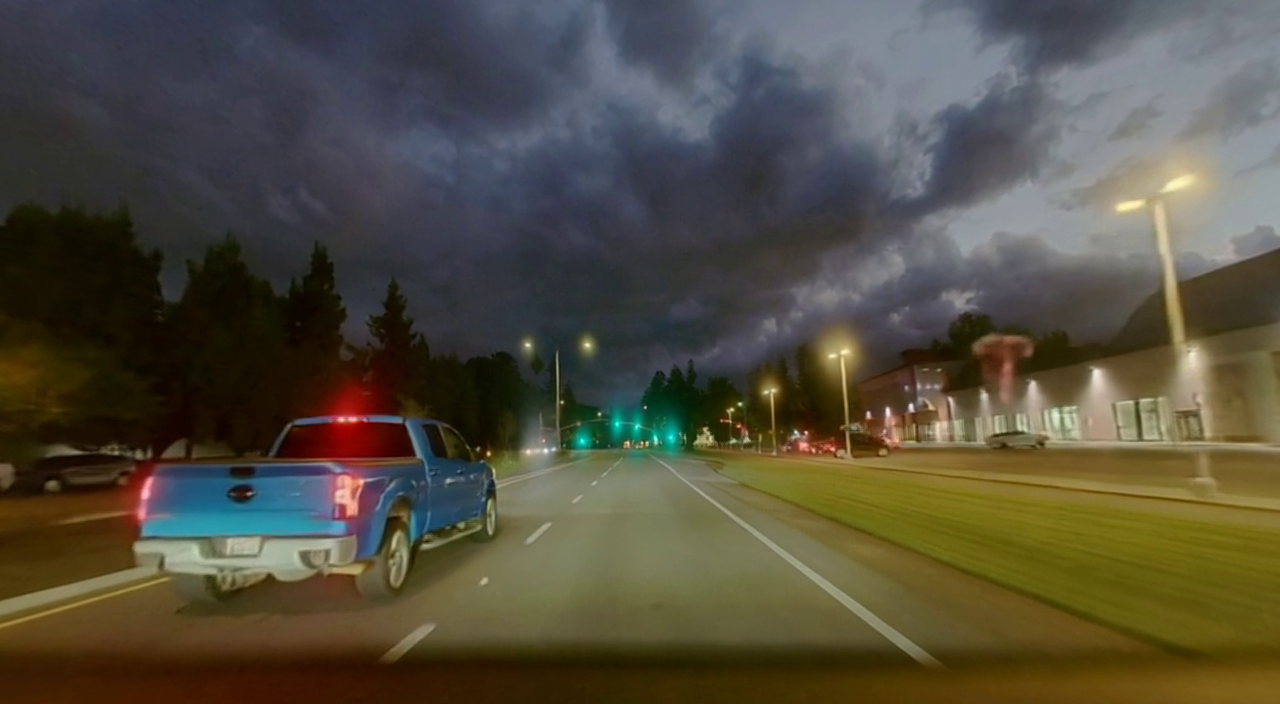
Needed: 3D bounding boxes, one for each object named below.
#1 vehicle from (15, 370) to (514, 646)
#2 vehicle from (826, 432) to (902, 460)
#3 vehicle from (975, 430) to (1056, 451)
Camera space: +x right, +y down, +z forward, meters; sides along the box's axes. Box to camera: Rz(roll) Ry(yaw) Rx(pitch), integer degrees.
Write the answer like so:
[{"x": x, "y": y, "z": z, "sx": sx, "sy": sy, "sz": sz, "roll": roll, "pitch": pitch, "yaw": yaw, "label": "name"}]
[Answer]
[{"x": -2.990, "y": 1.408, "z": 6.867, "sx": 2.065, "sy": 1.790, "sz": 5.417, "roll": 0, "pitch": -8, "yaw": 0, "label": "vehicle"}, {"x": 15.457, "y": 6.521, "z": 43.615, "sx": 4.332, "sy": 1.744, "sz": 2.115, "roll": 0, "pitch": -11, "yaw": -3, "label": "vehicle"}, {"x": 27.405, "y": 6.493, "z": 46.016, "sx": 4.604, "sy": 1.487, "sz": 1.911, "roll": 0, "pitch": -8, "yaw": 0, "label": "vehicle"}]
